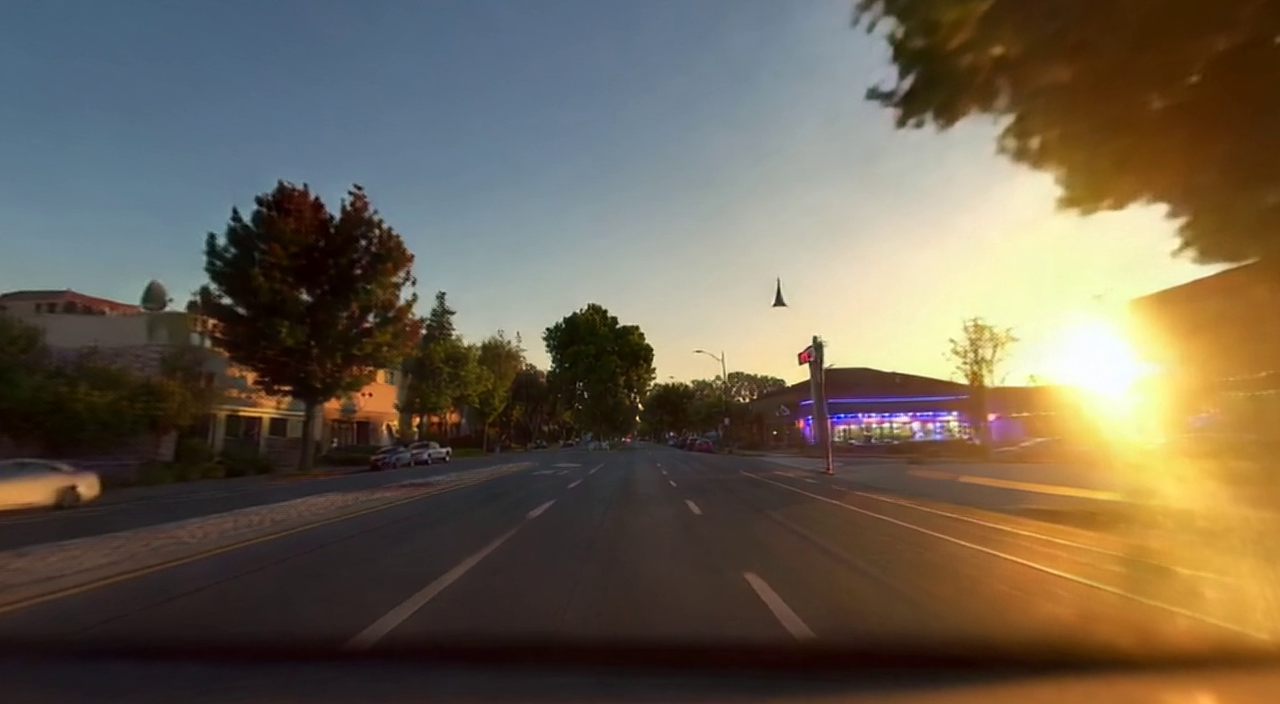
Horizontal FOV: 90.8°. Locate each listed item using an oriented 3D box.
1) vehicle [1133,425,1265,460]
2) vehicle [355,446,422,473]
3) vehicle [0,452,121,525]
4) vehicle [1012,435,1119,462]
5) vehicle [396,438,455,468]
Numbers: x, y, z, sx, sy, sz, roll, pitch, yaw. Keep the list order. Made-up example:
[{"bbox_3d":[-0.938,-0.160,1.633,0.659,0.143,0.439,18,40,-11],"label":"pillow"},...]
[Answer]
[{"bbox_3d":[30.584,4.991,34.751,4.841,1.815,2.151,-2,-9,15],"label":"vehicle"},{"bbox_3d":[-15.084,6.473,38.228,2.106,1.479,4.541,0,-8,1],"label":"vehicle"},{"bbox_3d":[-14.703,3.024,14.125,2.124,1.501,4.807,0,-8,0],"label":"vehicle"},{"bbox_3d":[24.325,5.571,36.339,4.622,1.466,2.066,-3,-9,16],"label":"vehicle"},{"bbox_3d":[-14.981,7.078,44.593,2.164,1.933,5.804,0,-8,0],"label":"vehicle"}]
